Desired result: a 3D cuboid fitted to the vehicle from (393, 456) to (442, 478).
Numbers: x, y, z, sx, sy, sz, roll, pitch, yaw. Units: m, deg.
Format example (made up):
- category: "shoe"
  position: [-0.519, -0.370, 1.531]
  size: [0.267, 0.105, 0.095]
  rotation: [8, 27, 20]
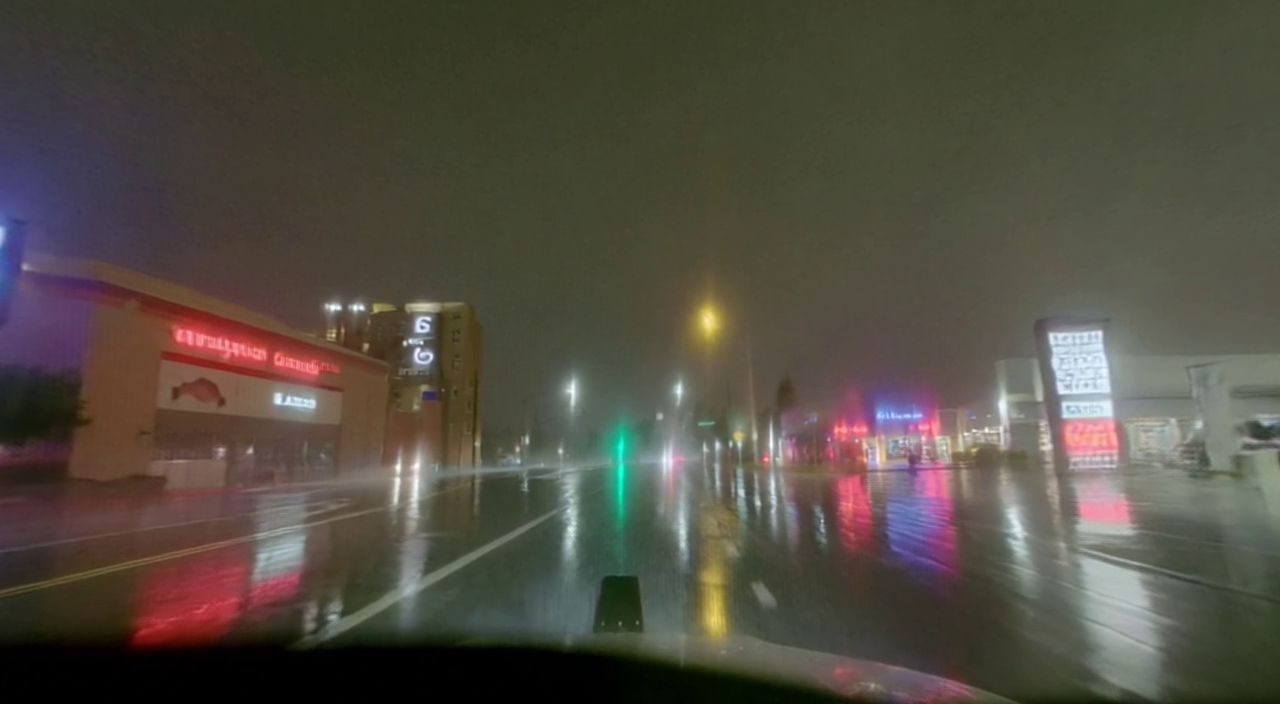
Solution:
- category: "vehicle"
  position: [-16.732, 8.658, 47.548]
  size: [1.938, 1.465, 4.744]
  rotation: [-2, -9, 1]
